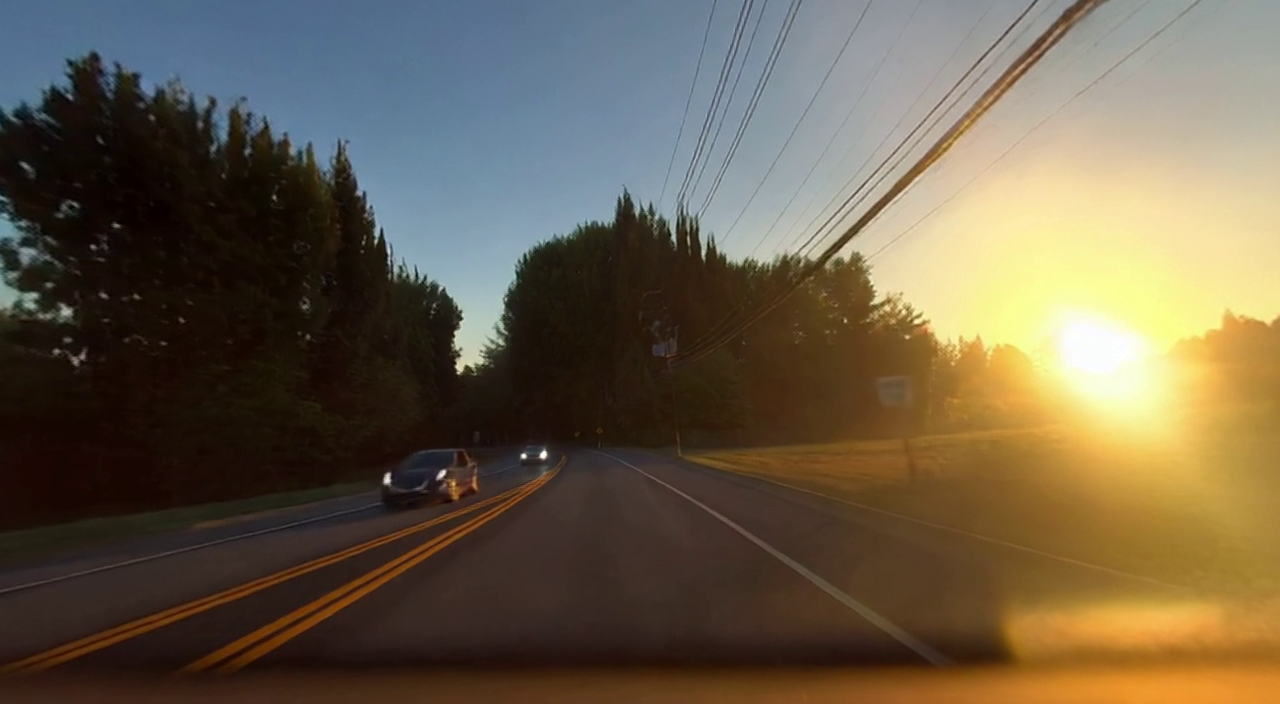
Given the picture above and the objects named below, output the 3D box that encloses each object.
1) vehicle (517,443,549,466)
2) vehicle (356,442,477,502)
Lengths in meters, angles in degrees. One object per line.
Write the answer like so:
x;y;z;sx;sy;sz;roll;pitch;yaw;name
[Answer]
-7.648;7.351;45.519;1.950;1.522;4.180;0;-8;-5;vehicle
-6.783;3.664;19.802;2.099;1.640;4.555;0;-8;0;vehicle
